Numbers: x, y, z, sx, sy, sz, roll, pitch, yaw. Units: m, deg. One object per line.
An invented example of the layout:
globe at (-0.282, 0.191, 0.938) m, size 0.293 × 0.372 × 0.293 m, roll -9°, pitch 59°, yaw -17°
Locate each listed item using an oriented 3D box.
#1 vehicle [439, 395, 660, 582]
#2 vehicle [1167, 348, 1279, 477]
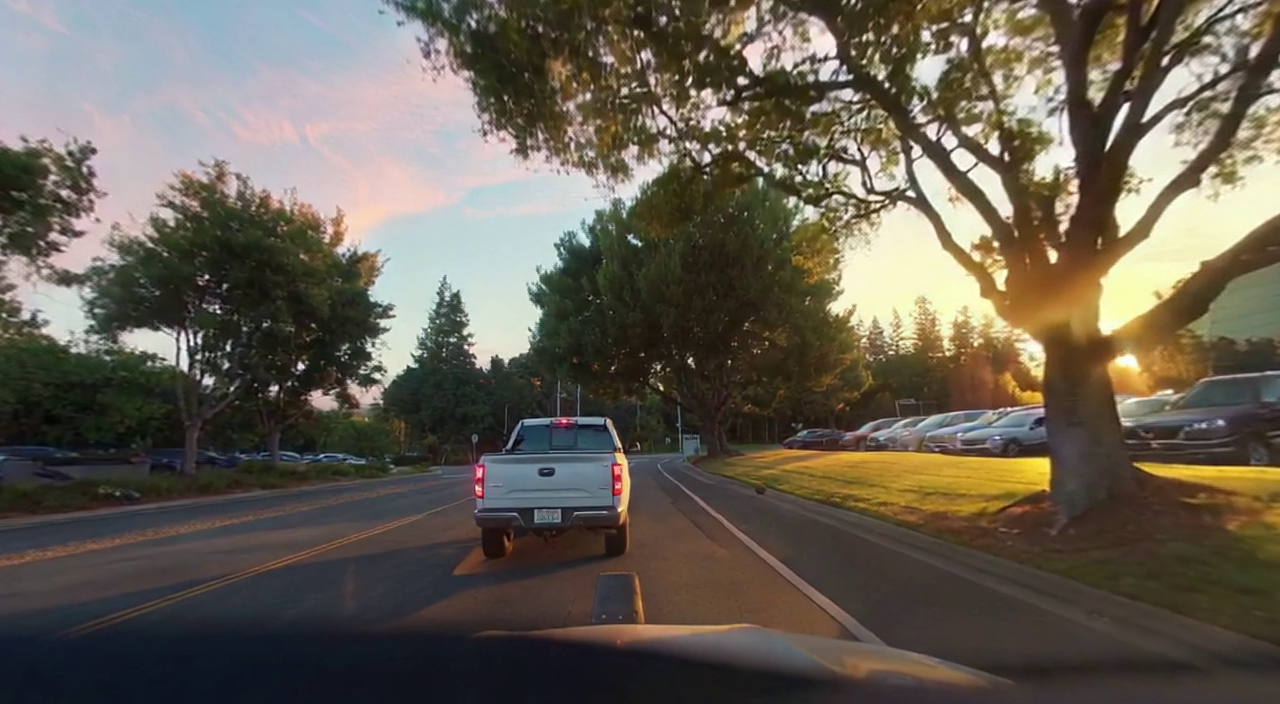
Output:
vehicle at (-0.834, 1.703, 8.773) m, size 2.157 × 1.816 × 5.039 m, roll 0°, pitch -8°, yaw 1°
vehicle at (12.560, 1.122, 10.636) m, size 5.191 × 1.983 × 2.335 m, roll 1°, pitch -8°, yaw 2°
